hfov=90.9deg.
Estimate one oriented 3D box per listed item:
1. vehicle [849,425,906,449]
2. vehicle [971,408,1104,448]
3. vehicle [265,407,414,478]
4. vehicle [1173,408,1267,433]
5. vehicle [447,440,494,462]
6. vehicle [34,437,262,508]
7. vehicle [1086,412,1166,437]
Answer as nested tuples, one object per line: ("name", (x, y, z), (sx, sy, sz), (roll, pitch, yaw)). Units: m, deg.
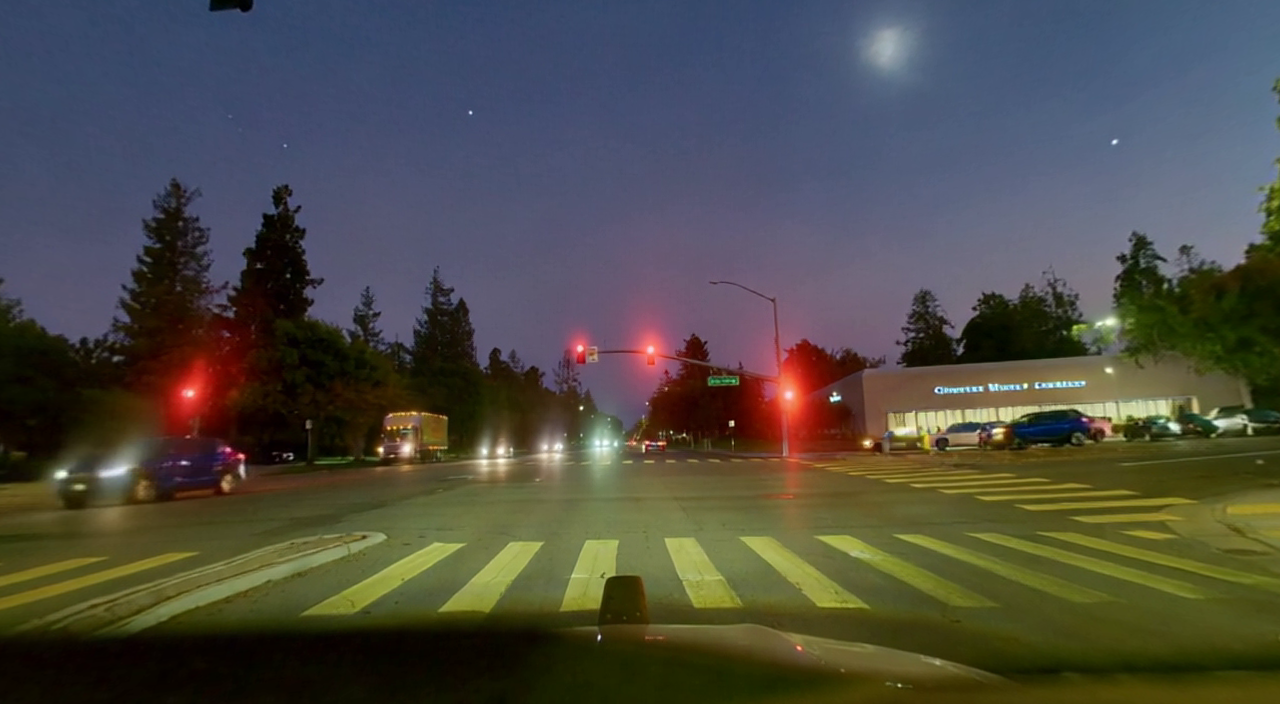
("vehicle", (17.470, 6.257, 46.454), (3.329, 1.415, 1.821), (-6, -9, 2))
("vehicle", (17.622, 3.415, 28.094), (4.566, 1.670, 2.000), (0, -8, -2))
("vehicle", (-16.618, 5.230, 36.259), (3.161, 3.455, 11.058), (0, -8, 0))
("vehicle", (38.375, 4.599, 41.887), (1.715, 1.480, 4.701), (0, -8, -1))
("vehicle", (-12.087, 7.104, 45.297), (1.996, 1.482, 4.772), (0, -8, 0))
("vehicle", (-11.824, 2.893, 15.691), (1.996, 1.489, 4.566), (0, -8, 0))
("vehicle", (31.380, 4.728, 40.810), (1.823, 1.480, 4.003), (0, -8, -3))
